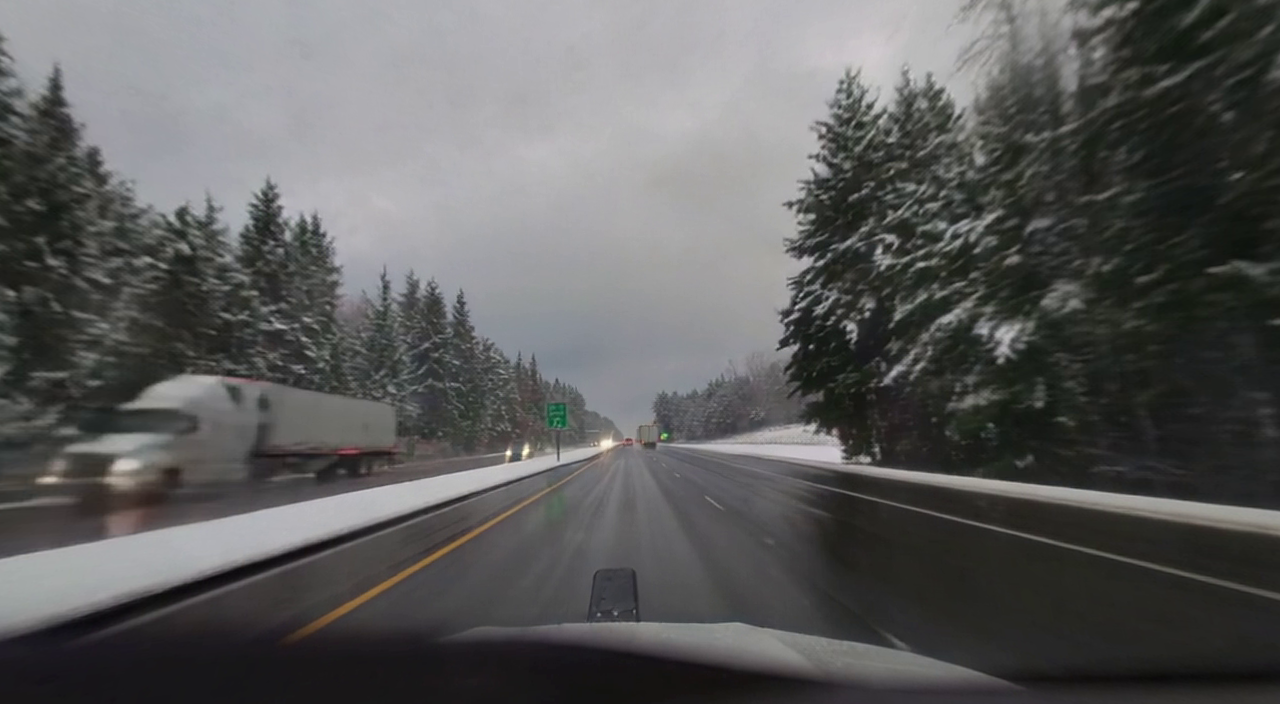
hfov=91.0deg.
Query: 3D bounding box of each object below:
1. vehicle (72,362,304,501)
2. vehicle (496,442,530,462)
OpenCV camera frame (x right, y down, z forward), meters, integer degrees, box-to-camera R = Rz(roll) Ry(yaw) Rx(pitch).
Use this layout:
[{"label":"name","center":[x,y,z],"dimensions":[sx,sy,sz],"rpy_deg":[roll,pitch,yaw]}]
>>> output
[{"label":"vehicle","center":[-13.970,2.578,20.249],"dimensions":[3.005,3.778,5.807],"rpy_deg":[0,-8,-1]},{"label":"vehicle","center":[-9.890,7.804,49.255],"dimensions":[1.812,1.460,4.228],"rpy_deg":[0,-8,-1]}]
